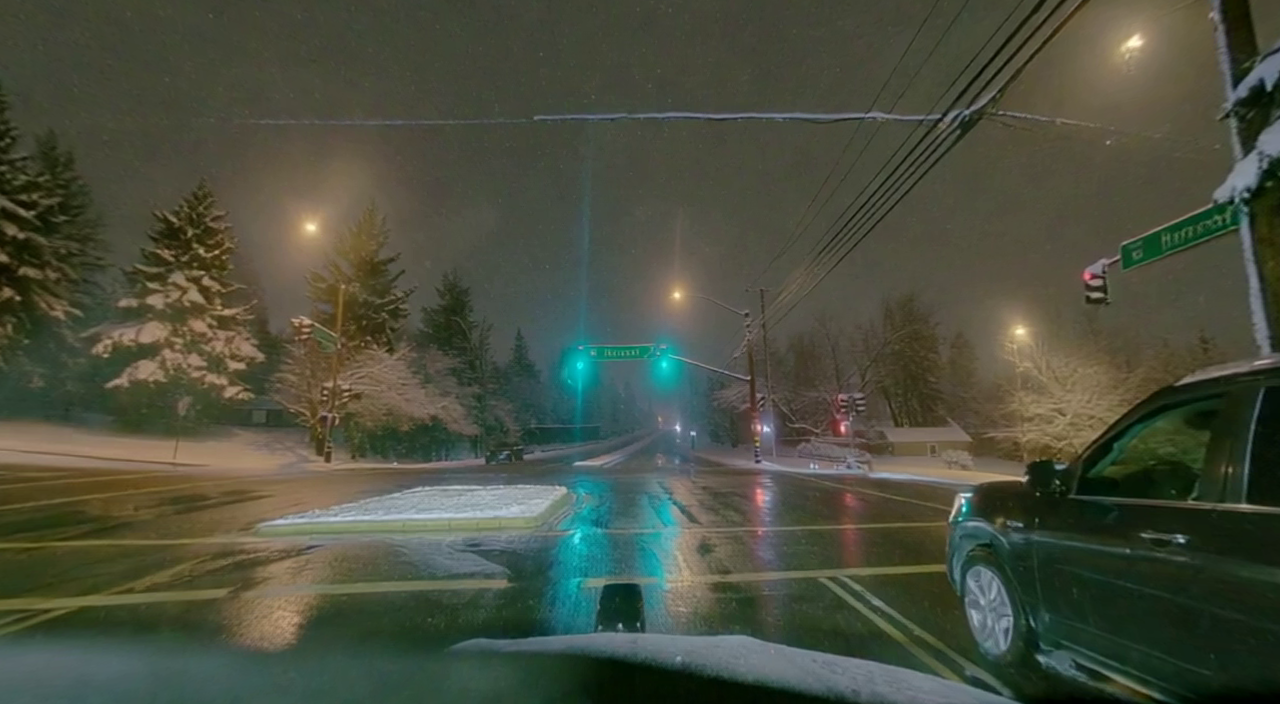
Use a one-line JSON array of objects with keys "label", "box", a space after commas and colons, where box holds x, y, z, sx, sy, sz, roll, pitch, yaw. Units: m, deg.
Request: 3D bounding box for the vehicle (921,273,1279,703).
[{"label": "vehicle", "box": [3.224, 0.691, 2.164, 2.256, 1.856, 4.840, 0, -9, 0]}]

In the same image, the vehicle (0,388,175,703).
[{"label": "vehicle", "box": [-3.183, 0.675, 0.654, 2.168, 1.518, 4.231, 0, -9, 0]}]

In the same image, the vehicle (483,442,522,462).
[{"label": "vehicle", "box": [-10.490, 7.675, 48.509, 1.983, 1.482, 4.190, -1, -9, 2]}]
